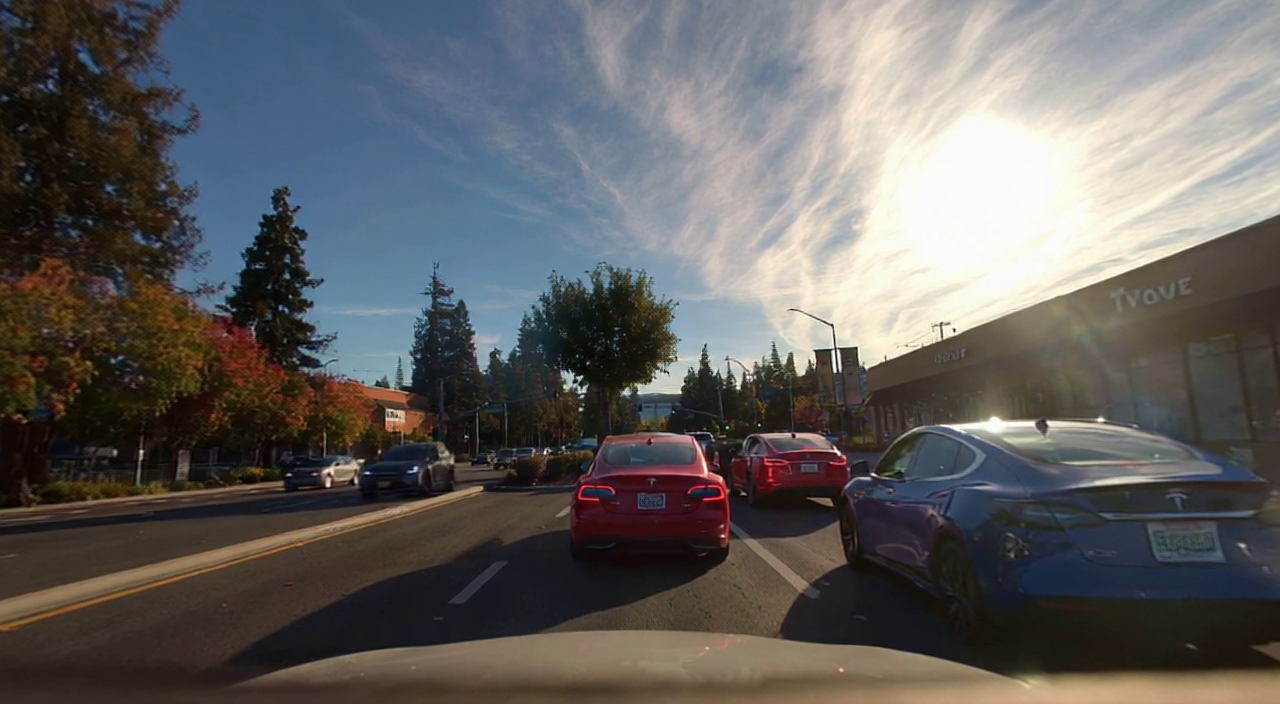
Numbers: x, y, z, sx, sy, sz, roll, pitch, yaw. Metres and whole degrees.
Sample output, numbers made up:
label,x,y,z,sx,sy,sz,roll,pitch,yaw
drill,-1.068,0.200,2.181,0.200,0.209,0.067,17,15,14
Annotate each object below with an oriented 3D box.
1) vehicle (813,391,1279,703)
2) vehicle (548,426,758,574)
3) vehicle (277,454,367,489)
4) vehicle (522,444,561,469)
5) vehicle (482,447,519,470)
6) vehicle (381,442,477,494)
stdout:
label,x,y,z,sx,sy,sz,roll,pitch,yaw
vehicle,3.219,1.361,5.661,2.038,1.651,4.455,0,-8,0
vehicle,0.147,1.801,8.468,2.137,1.488,3.938,0,-8,0
vehicle,-14.837,5.566,29.709,1.999,1.462,4.200,0,-8,1
vehicle,-7.310,7.785,47.155,2.036,1.705,4.520,0,-8,2
vehicle,-10.330,7.883,46.962,1.690,1.628,4.281,0,-8,1
vehicle,-7.511,4.142,22.924,1.968,1.682,4.213,0,-8,1
